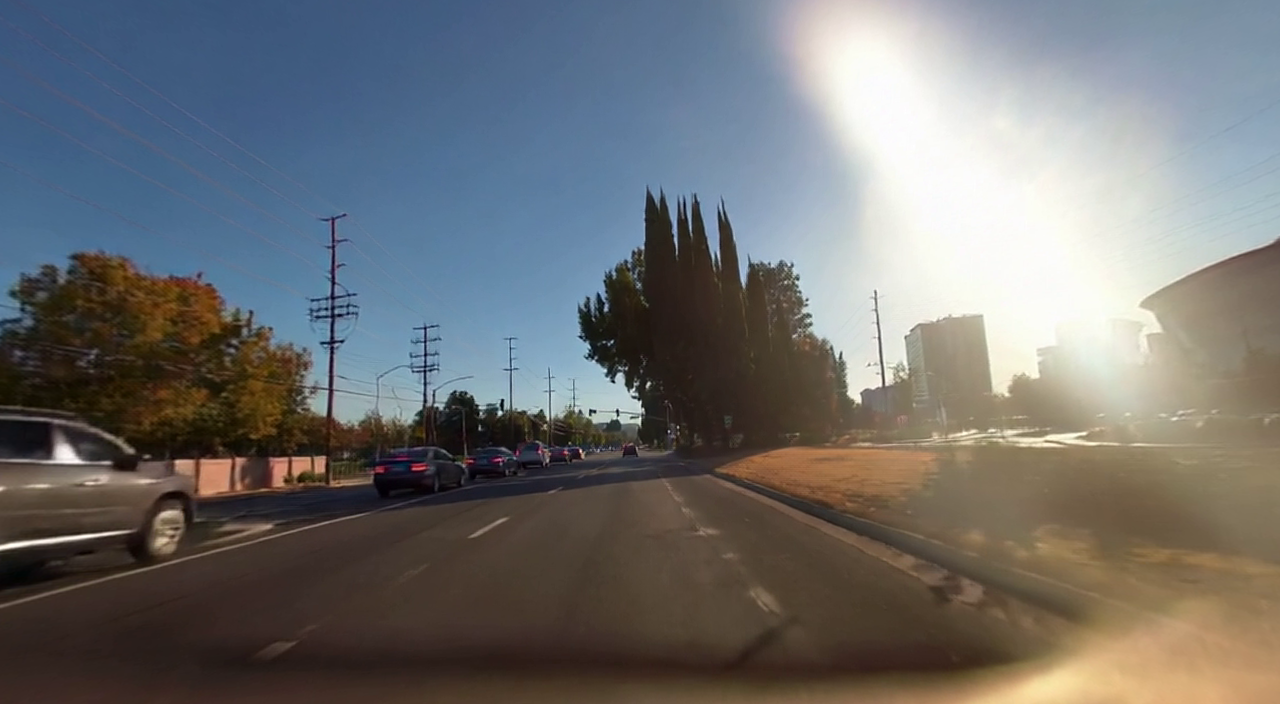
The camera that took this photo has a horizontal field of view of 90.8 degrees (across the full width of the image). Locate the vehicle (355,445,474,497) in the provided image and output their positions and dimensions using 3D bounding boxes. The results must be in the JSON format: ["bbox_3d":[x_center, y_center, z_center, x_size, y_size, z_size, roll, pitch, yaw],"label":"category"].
[{"bbox_3d":[-7.102,3.784,20.551,2.030,1.482,4.818,0,-9,1],"label":"vehicle"}]

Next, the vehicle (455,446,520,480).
[{"bbox_3d":[-7.096,5.182,29.876,2.008,1.456,4.409,0,-9,0],"label":"vehicle"}]

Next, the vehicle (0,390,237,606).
[{"bbox_3d":[-6.783,1.407,6.378,2.337,1.862,4.924,0,-9,-3],"label":"vehicle"}]

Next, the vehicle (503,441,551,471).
[{"bbox_3d":[-7.066,6.553,40.059,2.101,1.768,5.040,0,-9,0],"label":"vehicle"}]
